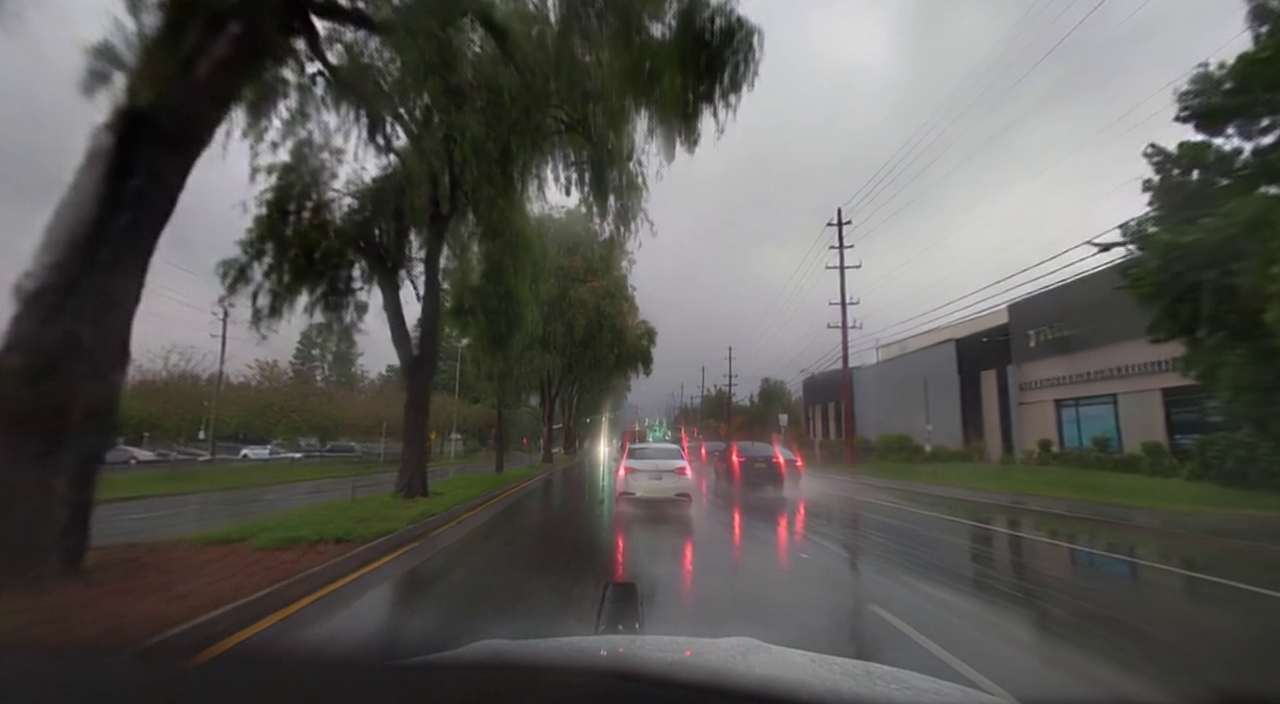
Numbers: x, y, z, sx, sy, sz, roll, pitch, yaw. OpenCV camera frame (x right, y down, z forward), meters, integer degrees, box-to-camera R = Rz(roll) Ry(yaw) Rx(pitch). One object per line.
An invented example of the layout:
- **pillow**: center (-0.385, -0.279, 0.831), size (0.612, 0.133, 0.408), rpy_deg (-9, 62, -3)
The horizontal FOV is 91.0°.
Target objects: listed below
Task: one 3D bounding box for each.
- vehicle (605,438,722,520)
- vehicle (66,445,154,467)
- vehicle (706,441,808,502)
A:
- **vehicle**: center (0.342, 2.622, 13.560), size (2.144, 1.473, 4.028), rpy_deg (1, -8, -2)
- **vehicle**: center (-38.914, 7.621, 46.312), size (1.804, 1.478, 4.485), rpy_deg (-3, -8, 25)
- **vehicle**: center (3.119, 3.252, 17.642), size (1.985, 1.489, 4.036), rpy_deg (0, -8, -1)
